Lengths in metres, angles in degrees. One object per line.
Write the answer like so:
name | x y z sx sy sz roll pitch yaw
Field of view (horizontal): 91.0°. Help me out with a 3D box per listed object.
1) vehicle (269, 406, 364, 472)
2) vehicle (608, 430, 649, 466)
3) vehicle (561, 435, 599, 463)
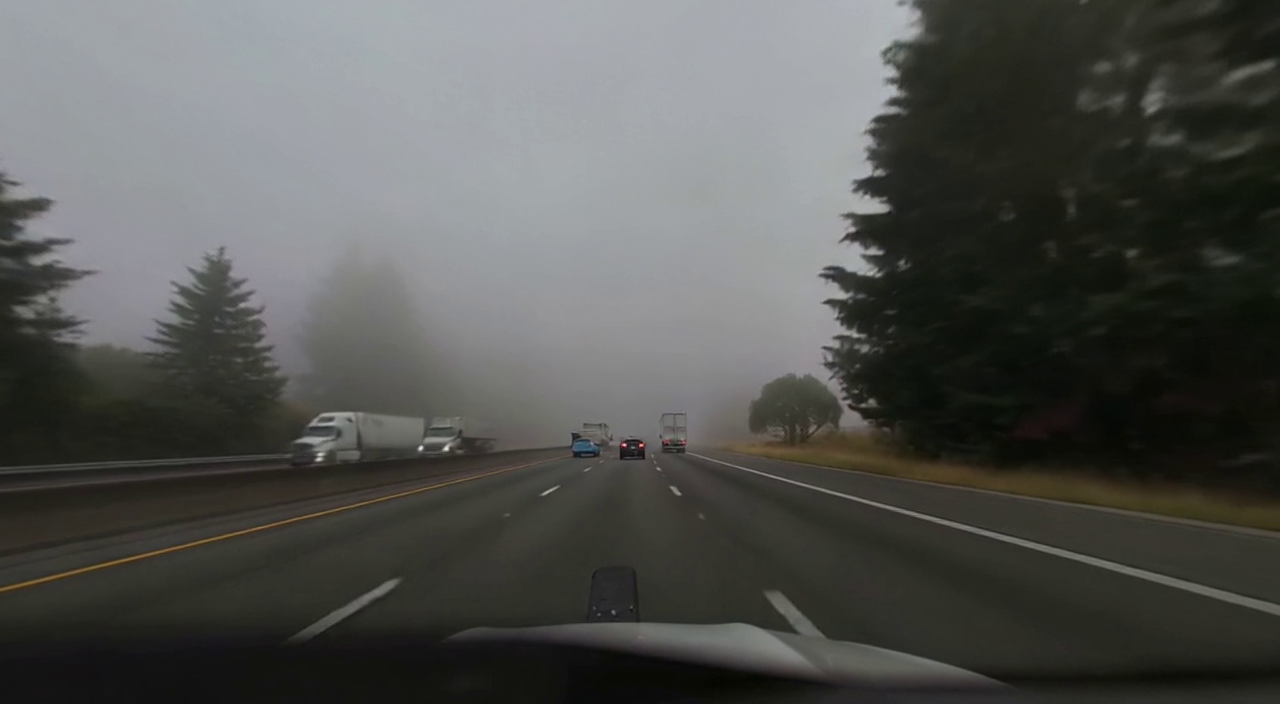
vehicle | -21.345 5.812 41.975 3.017 4.001 5.969 -1 -8 0
vehicle | -0.643 5.512 36.332 2.211 1.933 4.315 0 -8 -1
vehicle | -3.978 6.510 42.286 2.047 1.757 4.183 -1 -8 1
